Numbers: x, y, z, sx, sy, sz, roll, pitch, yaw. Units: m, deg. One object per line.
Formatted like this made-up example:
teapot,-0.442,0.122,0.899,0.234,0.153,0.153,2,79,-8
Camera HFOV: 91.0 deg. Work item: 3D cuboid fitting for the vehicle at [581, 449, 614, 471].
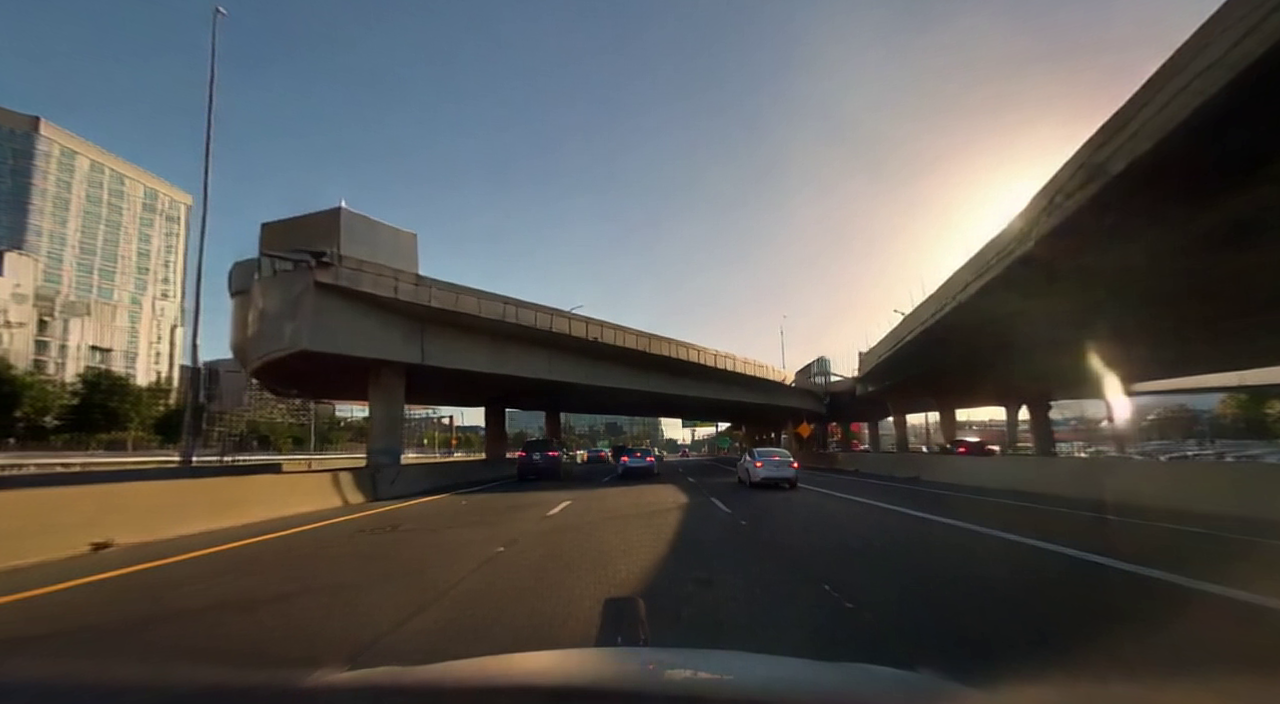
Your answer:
vehicle,-2.968,7.661,44.883,1.868,1.431,4.055,0,-8,3

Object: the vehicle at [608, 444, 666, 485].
vehicle,-0.072,4.416,25.100,2.089,1.493,3.964,0,-8,1

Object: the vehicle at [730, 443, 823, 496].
vehicle,4.149,3.624,19.824,1.974,1.490,3.994,0,-8,0

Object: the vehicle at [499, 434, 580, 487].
vehicle,-3.738,4.149,24.383,2.142,1.819,4.648,0,-8,3
